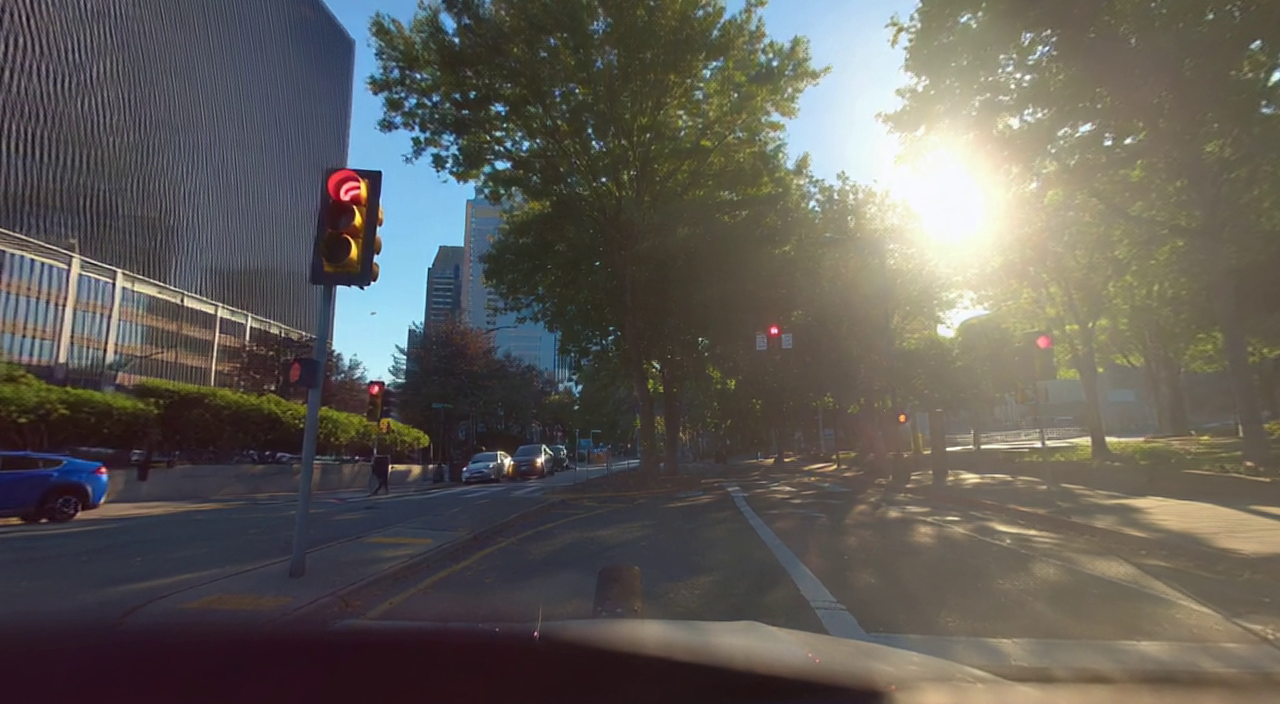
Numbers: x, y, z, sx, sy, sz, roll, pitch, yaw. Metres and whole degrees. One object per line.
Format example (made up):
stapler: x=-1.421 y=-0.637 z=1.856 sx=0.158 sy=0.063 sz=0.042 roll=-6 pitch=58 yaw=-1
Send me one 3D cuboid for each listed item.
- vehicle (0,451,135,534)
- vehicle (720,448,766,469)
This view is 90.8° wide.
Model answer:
vehicle: x=-12.859 y=2.711 z=12.268 sx=4.598 sy=1.490 sz=1.816 roll=7 pitch=-11 yaw=-40
vehicle: x=7.857 y=8.120 z=48.414 sx=1.829 sy=1.440 sz=4.384 roll=2 pitch=-9 yaw=-14
